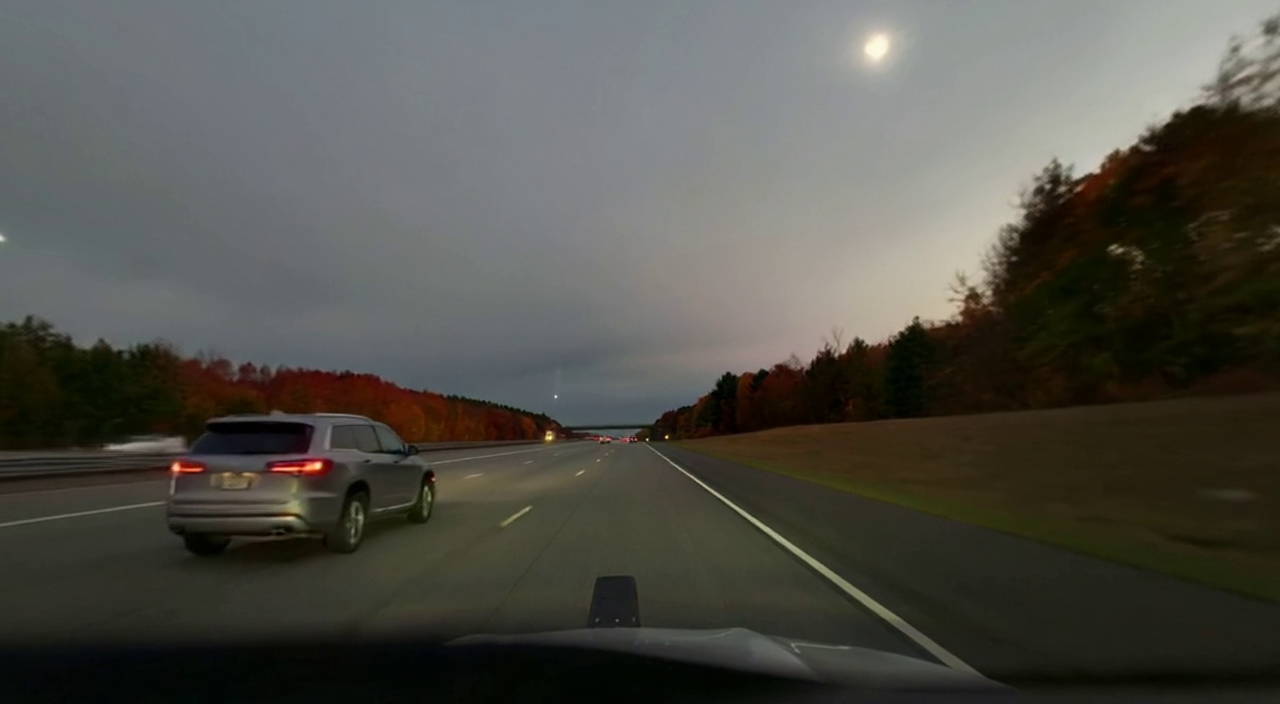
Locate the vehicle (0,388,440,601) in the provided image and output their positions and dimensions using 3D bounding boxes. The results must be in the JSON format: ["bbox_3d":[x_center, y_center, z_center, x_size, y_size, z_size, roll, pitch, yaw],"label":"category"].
[{"bbox_3d":[-4.119,1.431,7.294,2.057,1.666,4.552,0,-8,1],"label":"vehicle"}]
